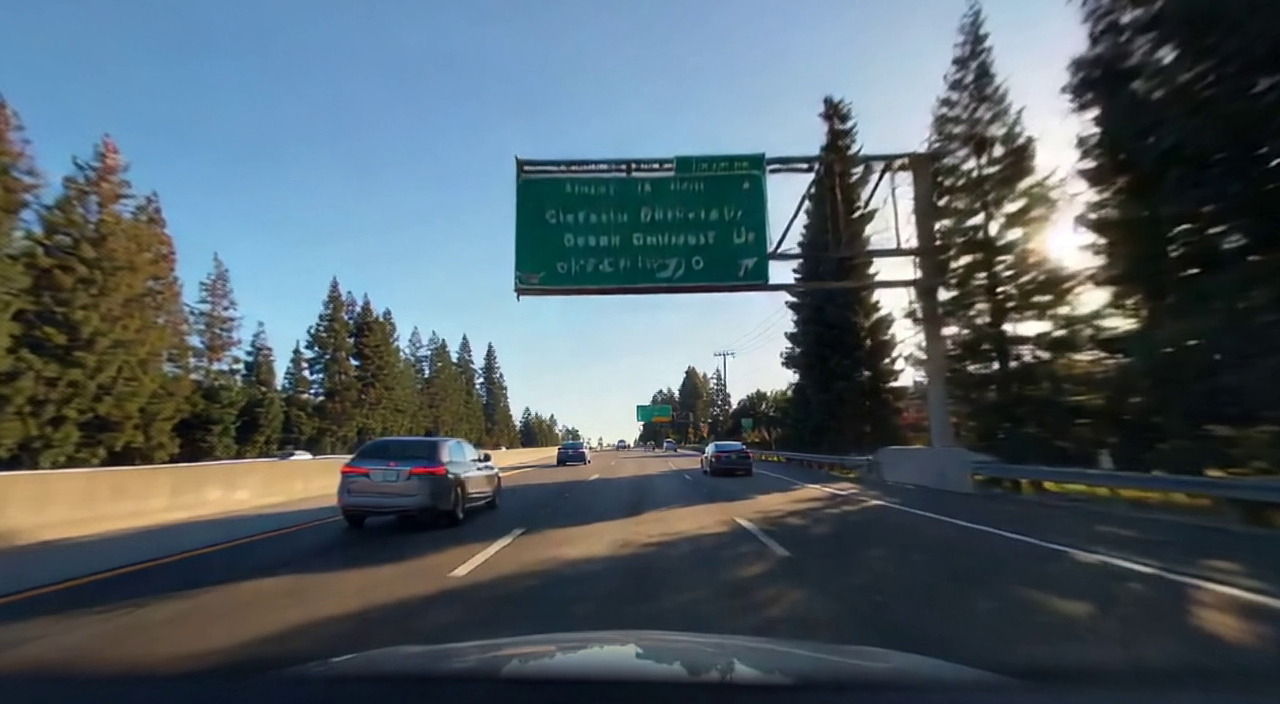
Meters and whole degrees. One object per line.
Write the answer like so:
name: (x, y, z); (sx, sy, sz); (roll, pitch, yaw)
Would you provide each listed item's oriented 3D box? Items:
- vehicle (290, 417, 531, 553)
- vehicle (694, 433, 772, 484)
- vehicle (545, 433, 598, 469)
vehicle: (-3.151, 1.915, 9.778); (2.049, 1.620, 4.153); (0, -8, 2)
vehicle: (3.072, 3.628, 21.706); (1.996, 1.579, 3.841); (0, -8, -1)
vehicle: (-3.561, 5.259, 33.661); (2.217, 1.773, 4.553); (0, -8, 1)
